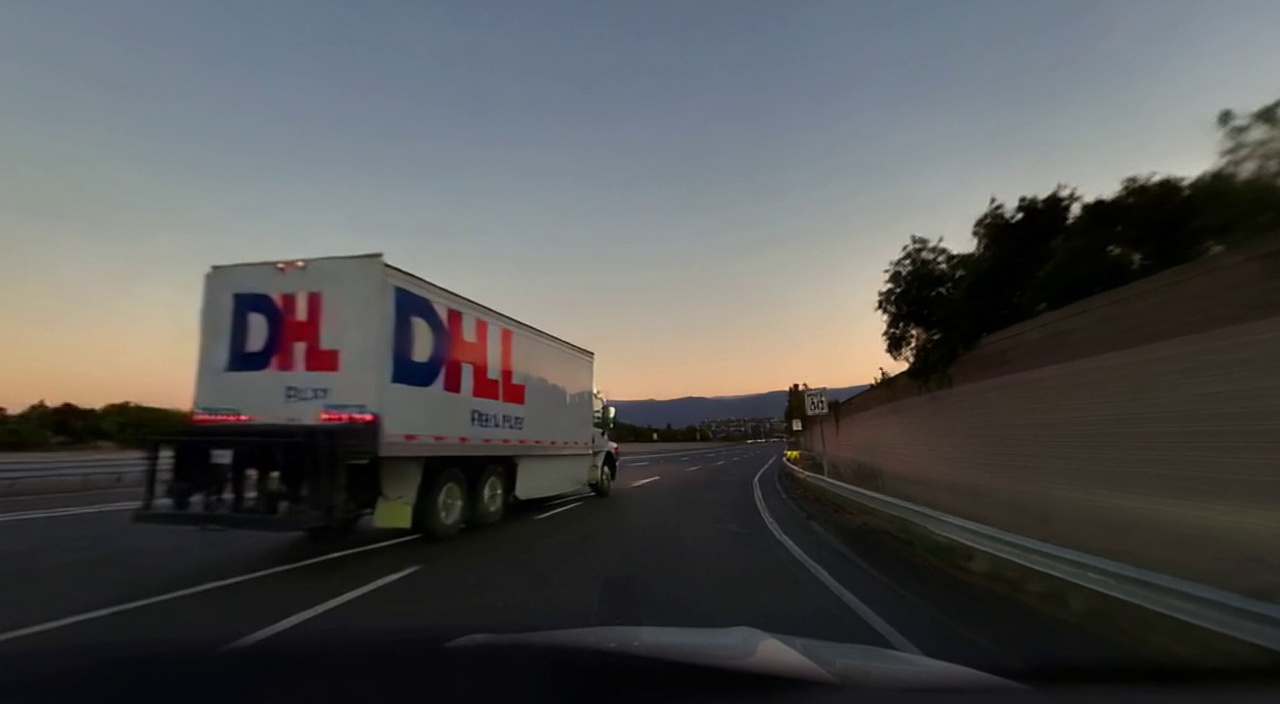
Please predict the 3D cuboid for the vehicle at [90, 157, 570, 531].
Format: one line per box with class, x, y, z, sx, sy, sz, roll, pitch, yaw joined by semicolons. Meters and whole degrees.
vehicle;-4.071;0.390;11.415;2.796;4.184;8.554;0;-7;13
